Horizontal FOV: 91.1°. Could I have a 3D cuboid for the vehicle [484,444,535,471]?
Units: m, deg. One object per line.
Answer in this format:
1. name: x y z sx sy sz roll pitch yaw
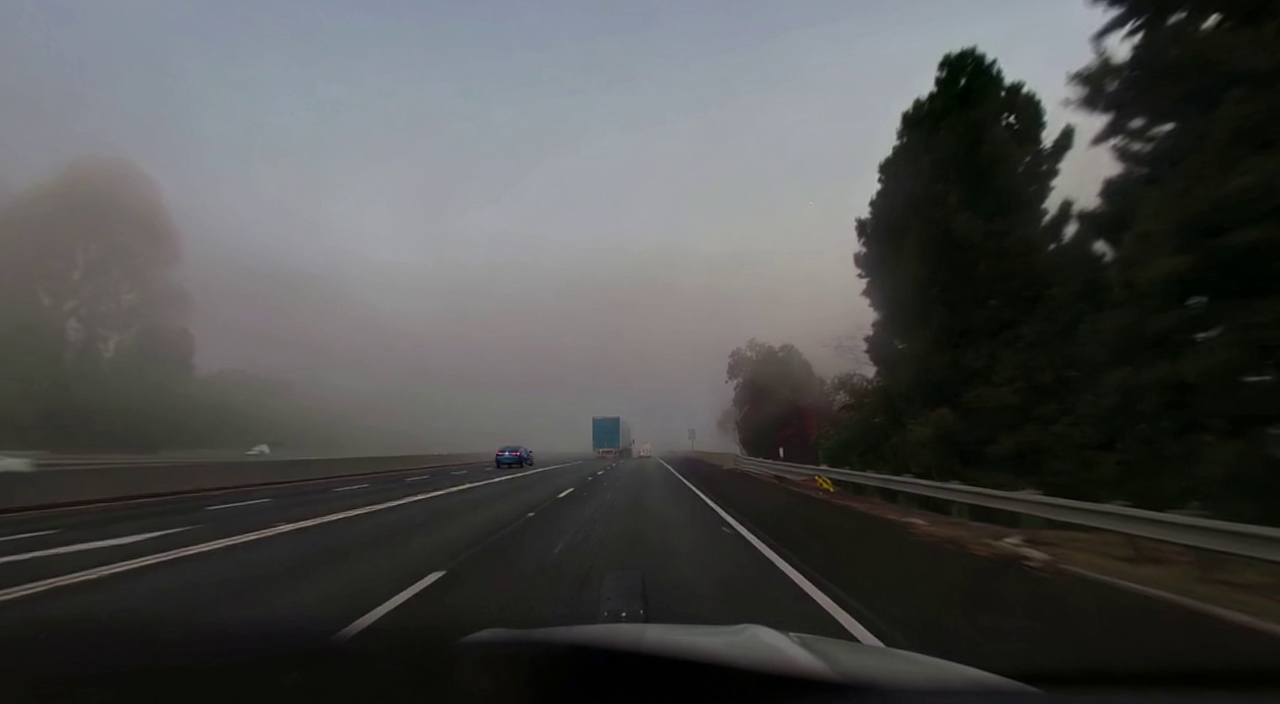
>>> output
1. vehicle: -7.577 6.137 36.936 1.901 1.467 4.629 0 -8 2
